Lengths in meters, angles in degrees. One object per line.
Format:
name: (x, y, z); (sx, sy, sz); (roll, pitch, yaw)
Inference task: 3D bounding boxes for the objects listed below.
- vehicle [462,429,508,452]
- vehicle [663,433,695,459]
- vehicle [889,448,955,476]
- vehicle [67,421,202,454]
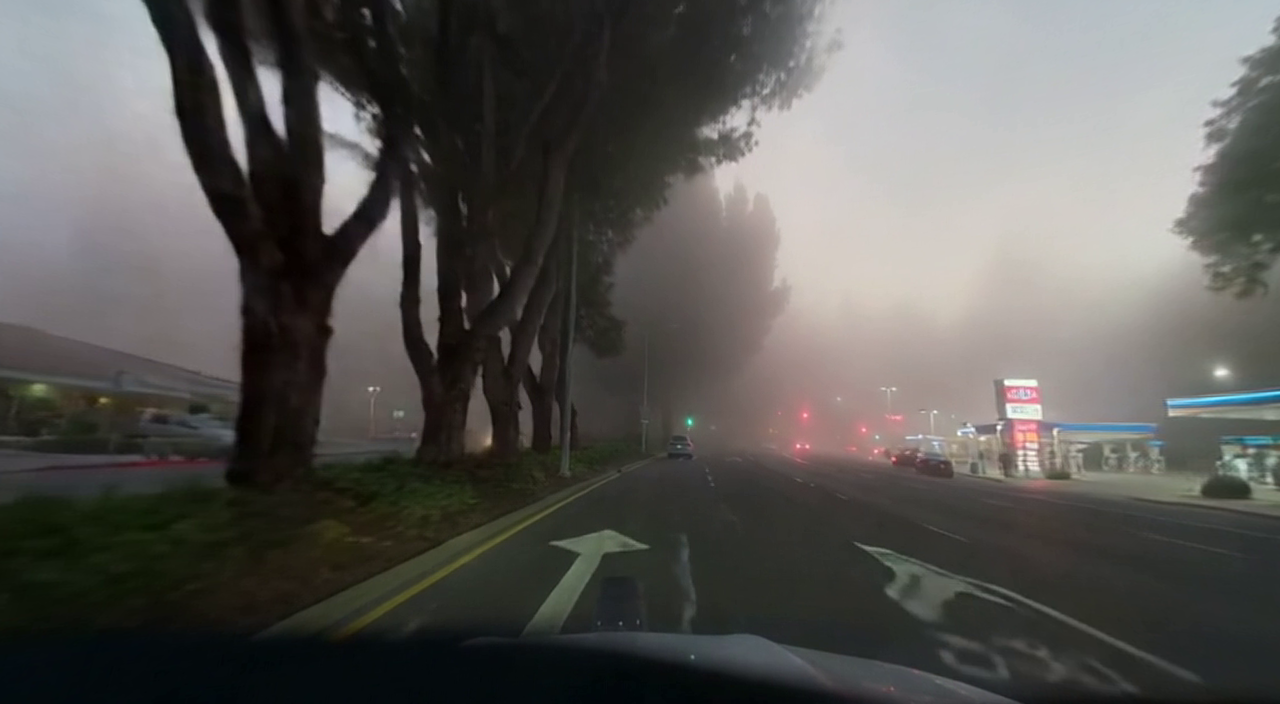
vehicle: (-10.441, 6.026, 42.865); (2.027, 1.486, 4.105); (0, -8, 1)
vehicle: (2.758, 6.495, 43.697); (2.055, 1.655, 4.204); (-1, -8, 5)
vehicle: (16.211, 6.340, 36.566); (2.099, 1.464, 4.615); (-1, -8, 6)
vehicle: (-21.903, 3.744, 27.491); (4.343, 1.379, 1.851); (-1, -8, 4)
